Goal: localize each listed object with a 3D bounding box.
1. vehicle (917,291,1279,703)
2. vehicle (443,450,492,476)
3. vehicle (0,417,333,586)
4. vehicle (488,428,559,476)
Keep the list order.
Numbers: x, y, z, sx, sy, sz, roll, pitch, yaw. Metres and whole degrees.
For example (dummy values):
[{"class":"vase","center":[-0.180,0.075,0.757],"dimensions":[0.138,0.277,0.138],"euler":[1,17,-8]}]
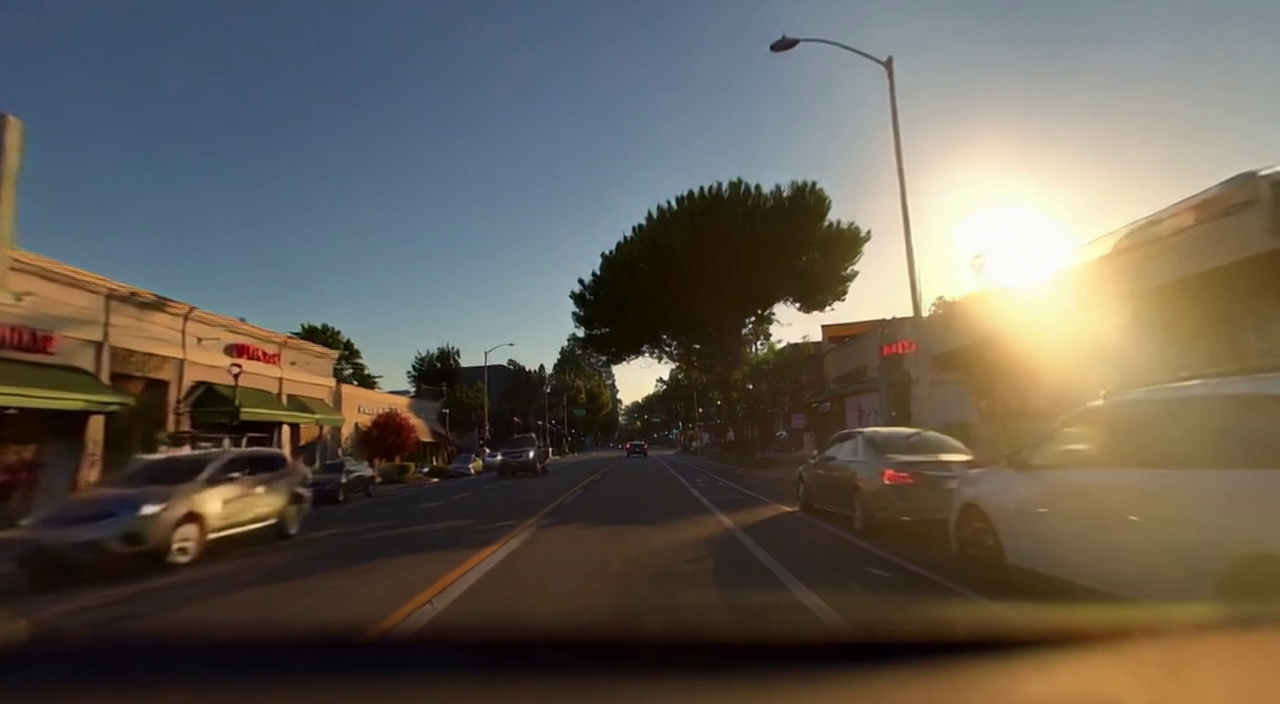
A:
[{"class":"vehicle","center":[3.861,0.928,4.141],"dimensions":[1.976,2.001,4.430],"euler":[0,-9,-1]},{"class":"vehicle","center":[-10.773,6.965,39.739],"dimensions":[1.784,1.502,4.344],"euler":[0,-9,1]},{"class":"vehicle","center":[-6.705,2.001,9.323],"dimensions":[2.044,1.839,4.512],"euler":[0,-9,0]},{"class":"vehicle","center":[-5.526,4.864,30.812],"dimensions":[2.267,2.070,5.719],"euler":[0,-9,1]}]
